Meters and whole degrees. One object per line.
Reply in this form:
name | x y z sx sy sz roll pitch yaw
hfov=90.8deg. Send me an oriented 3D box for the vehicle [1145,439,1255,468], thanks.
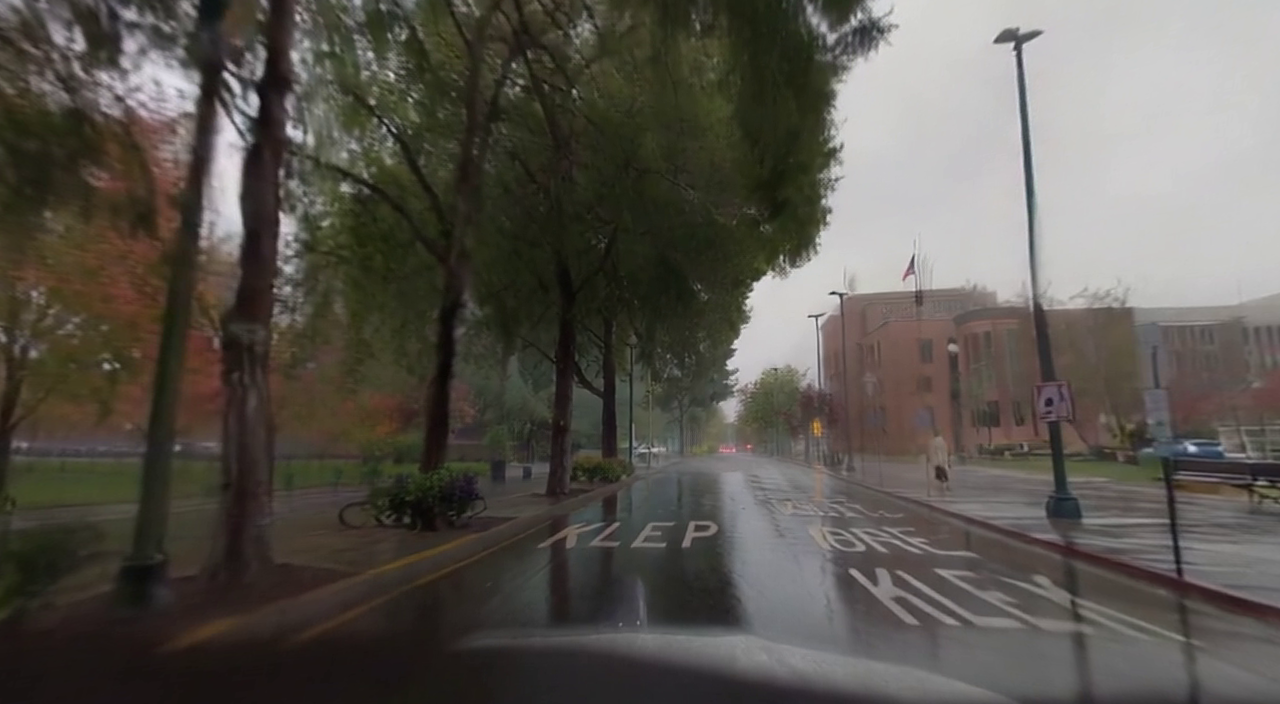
vehicle | 38.289 6.956 43.319 5.090 1.925 2.103 -2 -9 11
